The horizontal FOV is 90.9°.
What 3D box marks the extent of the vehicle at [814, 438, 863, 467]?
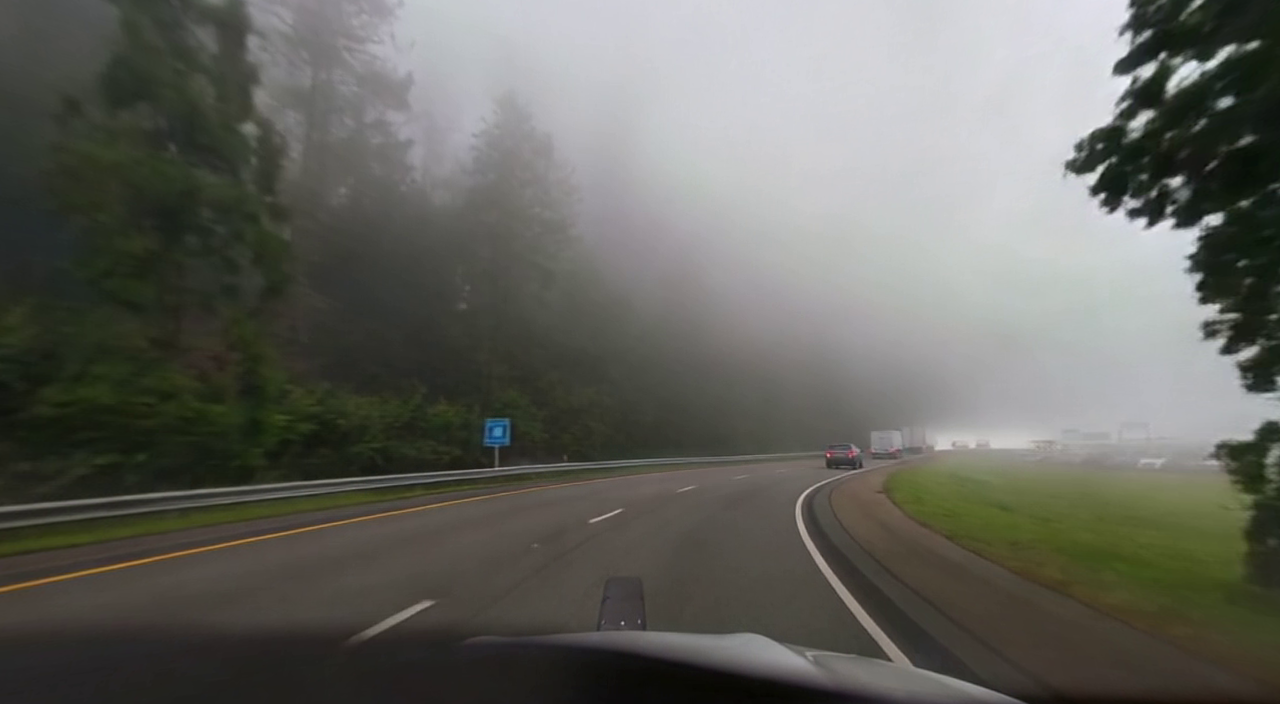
[{"bbox_3d":[12.620,6.347,39.815,2.221,1.674,4.325,-5,-10,26],"label":"vehicle"}]
